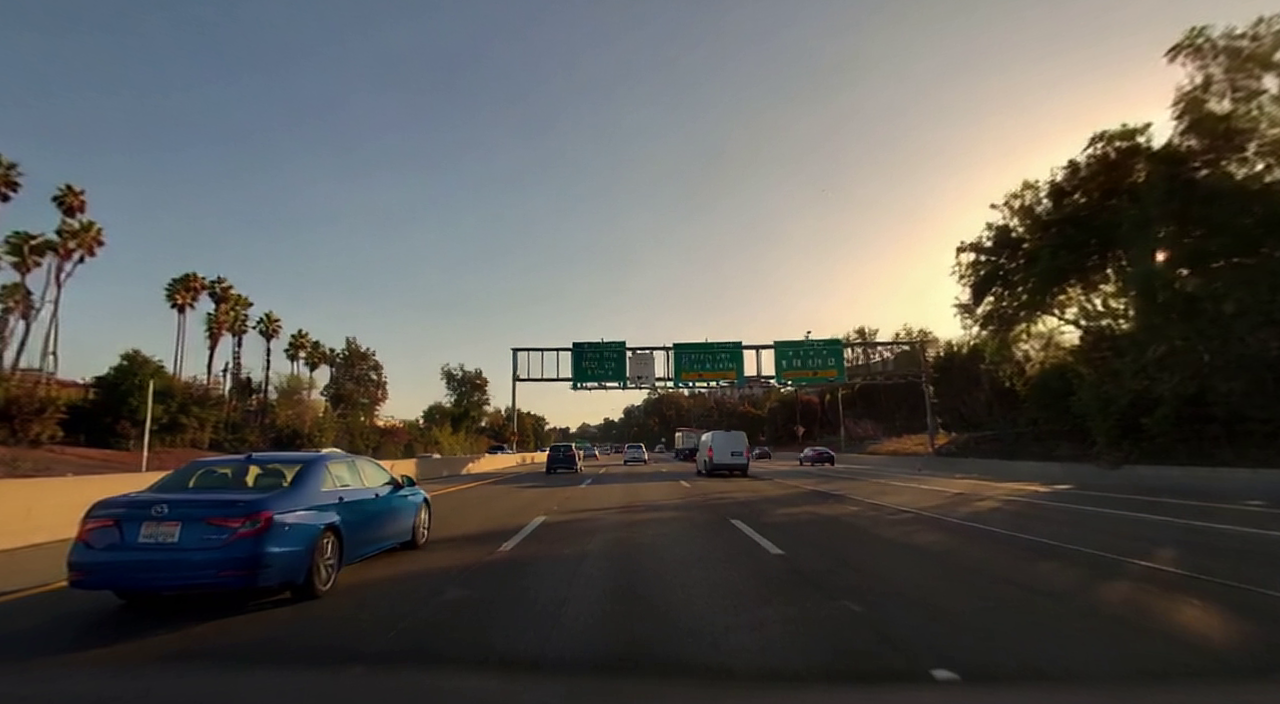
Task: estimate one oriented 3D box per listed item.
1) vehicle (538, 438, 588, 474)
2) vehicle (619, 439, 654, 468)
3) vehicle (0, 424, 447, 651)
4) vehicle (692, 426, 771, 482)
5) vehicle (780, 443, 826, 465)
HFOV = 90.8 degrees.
[{"bbox_3d":[-4.060,5.606,34.234,2.109,1.793,4.613,0,-9,0],"label":"vehicle"},{"bbox_3d":[-0.247,6.785,42.382,2.212,1.786,4.198,0,-9,-1],"label":"vehicle"},{"bbox_3d":[-3.637,1.542,6.372,1.991,1.469,4.381,0,-9,0],"label":"vehicle"},{"bbox_3d":[3.640,4.214,26.386,2.250,2.074,5.723,0,-9,-2],"label":"vehicle"},{"bbox_3d":[12.040,7.598,47.034,2.010,1.535,4.980,0,-9,-1],"label":"vehicle"}]
